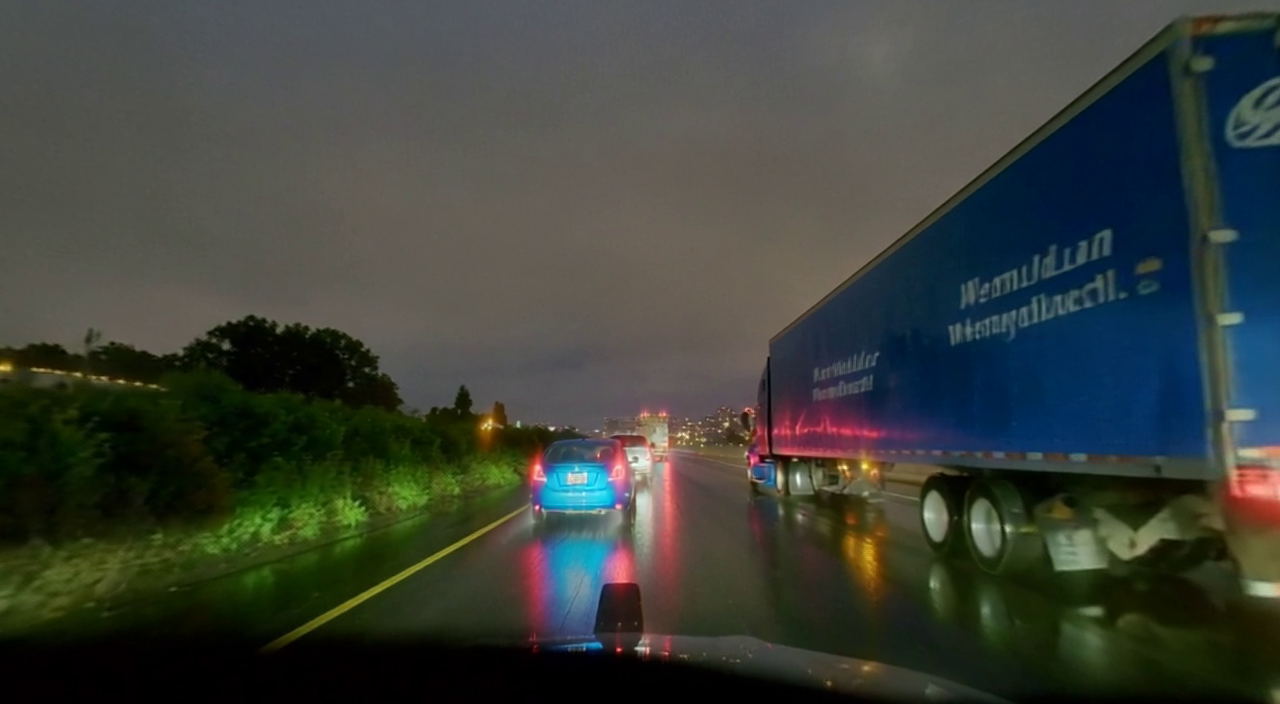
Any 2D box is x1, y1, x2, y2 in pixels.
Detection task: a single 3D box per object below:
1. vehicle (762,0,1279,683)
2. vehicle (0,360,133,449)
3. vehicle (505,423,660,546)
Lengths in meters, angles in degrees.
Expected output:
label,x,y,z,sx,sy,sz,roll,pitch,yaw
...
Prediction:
label,x,y,z,sx,sy,sz,roll,pitch,yaw
vehicle,4.884,0.845,10.471,2.825,4.043,14.051,0,-9,0
vehicle,-25.969,2.353,26.211,2.720,3.331,8.732,0,-9,-4
vehicle,-0.743,2.035,10.186,2.038,1.582,3.729,0,-9,0
